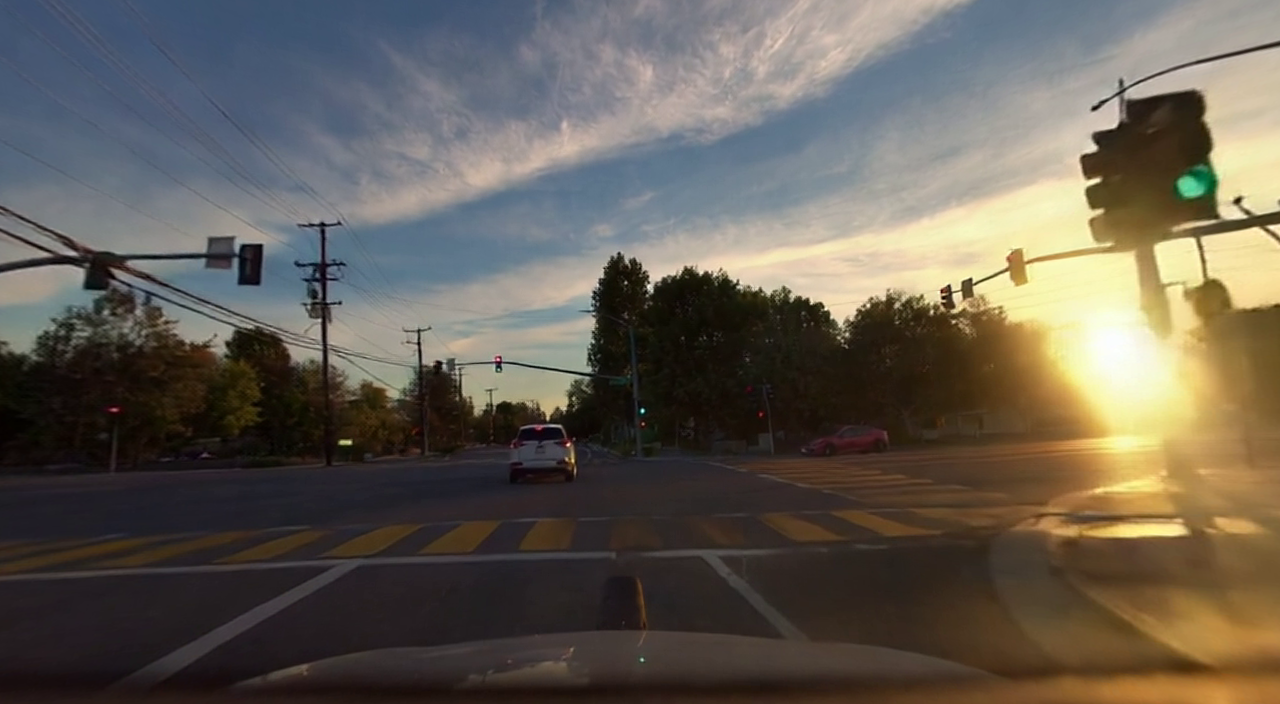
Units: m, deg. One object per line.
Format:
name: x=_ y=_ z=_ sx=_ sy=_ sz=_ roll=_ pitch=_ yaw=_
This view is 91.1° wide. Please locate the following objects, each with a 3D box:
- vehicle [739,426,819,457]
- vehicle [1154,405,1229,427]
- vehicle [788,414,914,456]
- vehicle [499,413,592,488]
vehicle: x=7.524 y=4.896 z=34.340 sx=3.990 sy=1.548 sz=1.780 roll=-1 pitch=-8 yaw=4
vehicle: x=38.934 y=4.559 z=44.360 sx=3.805 sy=1.451 sz=1.641 roll=0 pitch=-8 yaw=-3
vehicle: x=9.870 y=3.909 z=29.632 sx=5.149 sy=1.725 sz=1.964 roll=-1 pitch=-8 yaw=-5
vehicle: x=-2.587 y=2.857 z=18.425 sx=2.300 sy=1.868 sz=4.690 roll=0 pitch=-8 yaw=-4
